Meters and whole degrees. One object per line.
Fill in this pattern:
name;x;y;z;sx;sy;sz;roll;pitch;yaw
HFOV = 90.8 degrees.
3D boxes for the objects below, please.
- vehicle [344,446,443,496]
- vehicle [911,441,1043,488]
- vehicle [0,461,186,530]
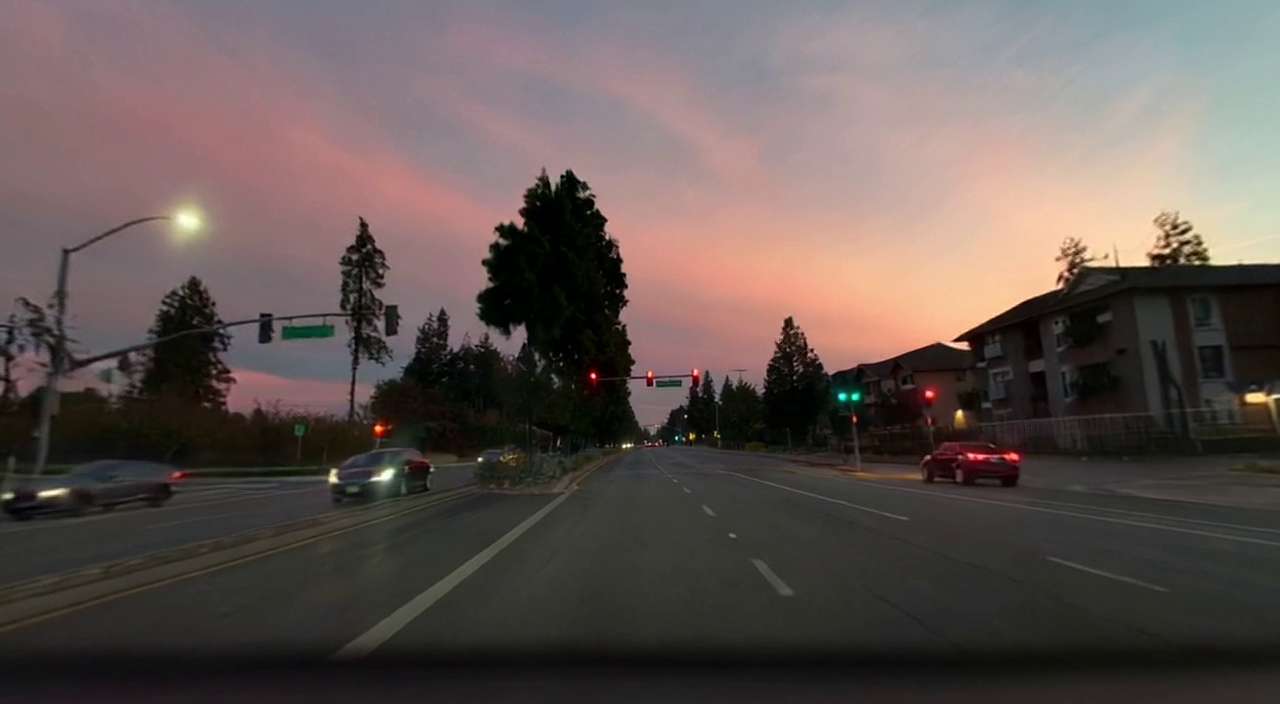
vehicle;-9.222;4.447;24.100;2.010;1.682;4.346;0;-9;0
vehicle;11.640;3.895;22.266;1.955;1.455;4.727;0;-9;-1
vehicle;-15.670;4.033;18.312;1.892;1.631;4.226;0;-9;-1
